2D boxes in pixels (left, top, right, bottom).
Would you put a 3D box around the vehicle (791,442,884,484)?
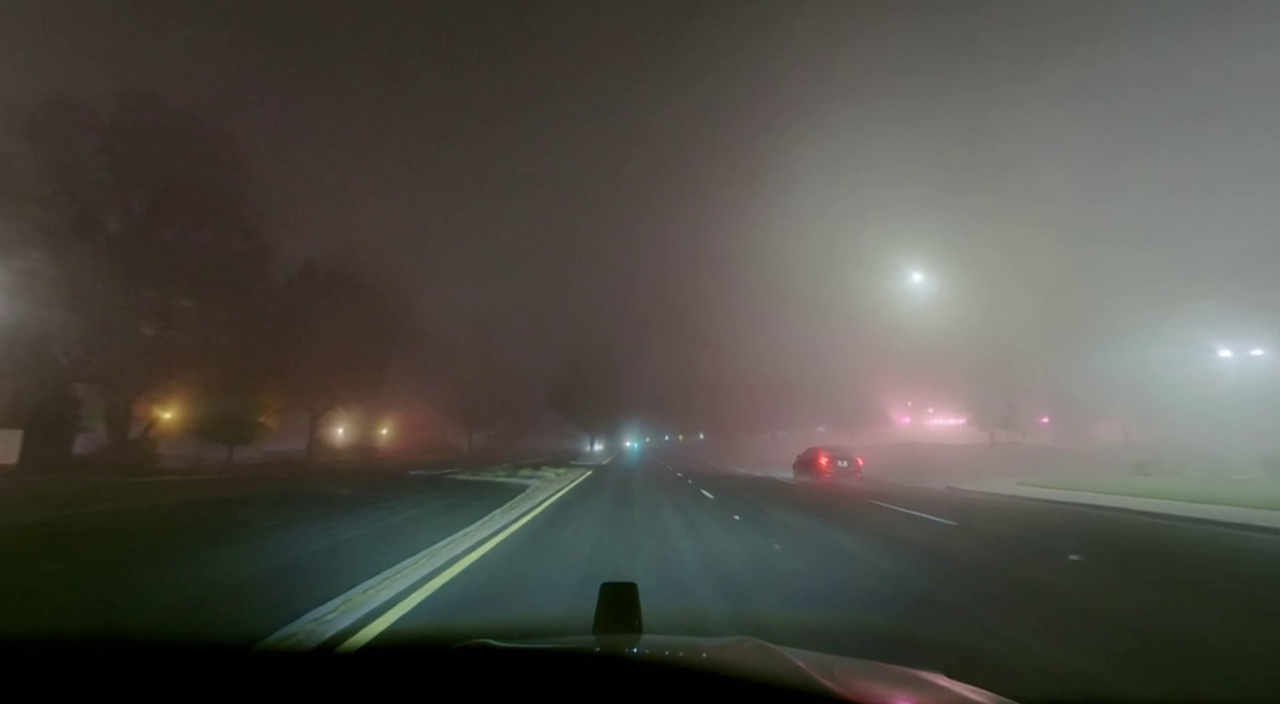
[{"bbox_3d":[7.409,4.199,24.122,2.054,1.421,4.487,0,-9,-1],"label":"vehicle"}]
